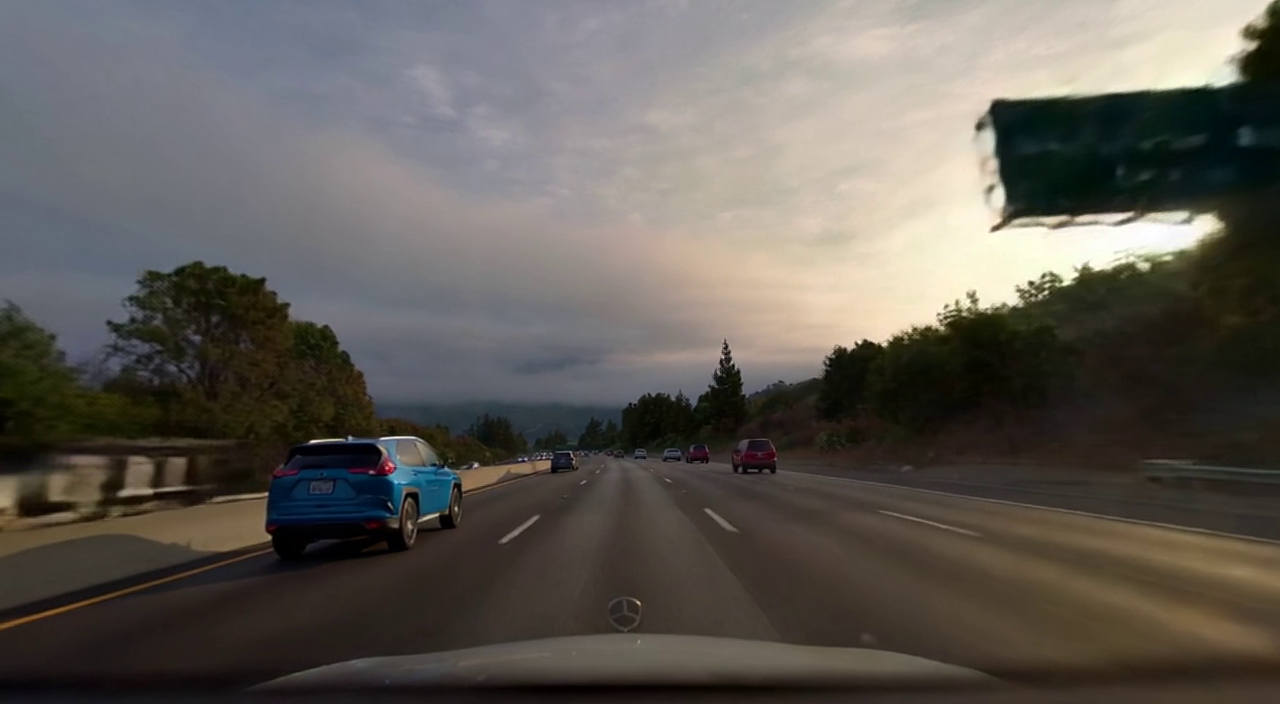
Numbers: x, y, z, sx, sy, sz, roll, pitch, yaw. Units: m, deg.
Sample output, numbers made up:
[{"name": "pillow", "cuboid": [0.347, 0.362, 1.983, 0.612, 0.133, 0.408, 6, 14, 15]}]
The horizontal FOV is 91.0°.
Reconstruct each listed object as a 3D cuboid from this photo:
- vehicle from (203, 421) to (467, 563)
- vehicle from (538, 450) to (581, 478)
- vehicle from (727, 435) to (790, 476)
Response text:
[{"name": "vehicle", "cuboid": [-4.414, 2.089, 10.078, 2.079, 1.745, 4.281, 0, -9, -1]}, {"name": "vehicle", "cuboid": [-4.510, 6.337, 35.949, 2.009, 1.488, 4.289, 0, -9, -2]}, {"name": "vehicle", "cuboid": [6.526, 5.798, 35.488, 2.378, 2.096, 5.119, 0, -9, -2]}]
